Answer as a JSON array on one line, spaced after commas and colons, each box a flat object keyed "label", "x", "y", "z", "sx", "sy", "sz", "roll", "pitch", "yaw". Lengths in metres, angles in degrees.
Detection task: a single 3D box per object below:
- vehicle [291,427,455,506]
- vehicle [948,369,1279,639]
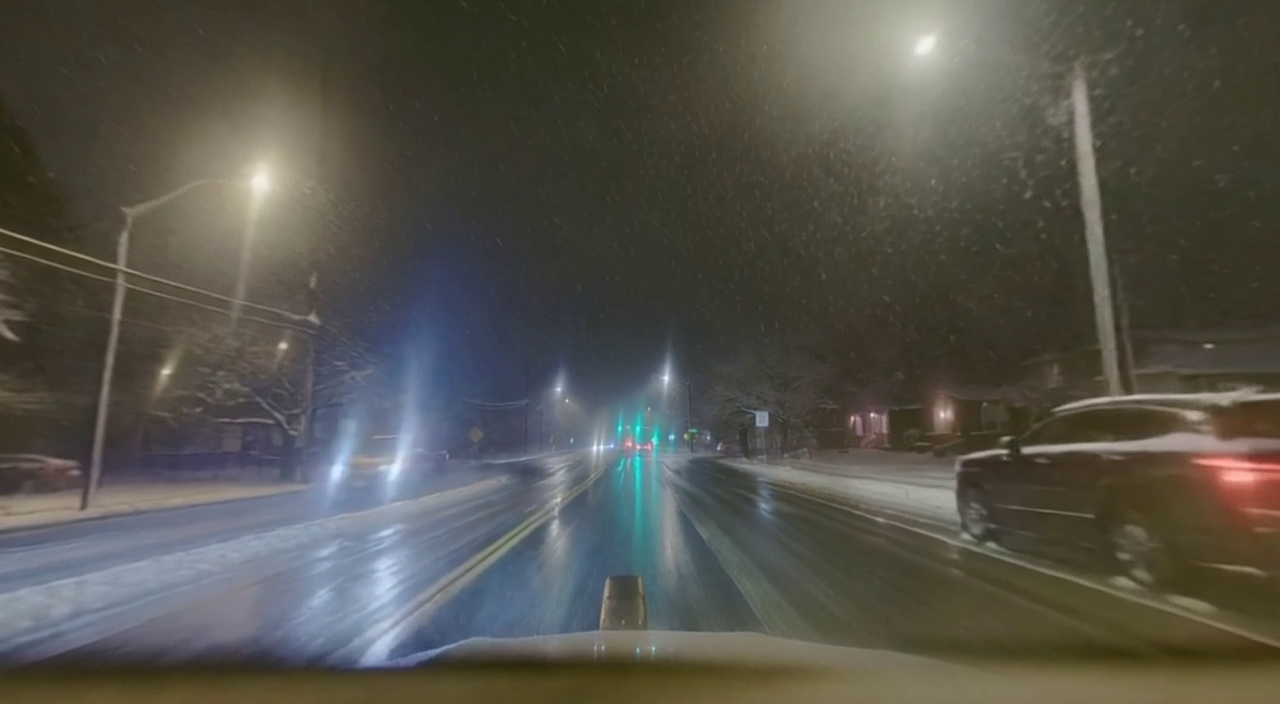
[{"label": "vehicle", "x": -7.461, "y": 3.254, "z": 18.446, "sx": 2.325, "sy": 1.877, "sz": 5.690, "roll": -2, "pitch": -8, "yaw": 0}, {"label": "vehicle", "x": 5.347, "y": 1.299, "z": 6.102, "sx": 2.114, "sy": 1.799, "sz": 4.960, "roll": 0, "pitch": -8, "yaw": -1}]
